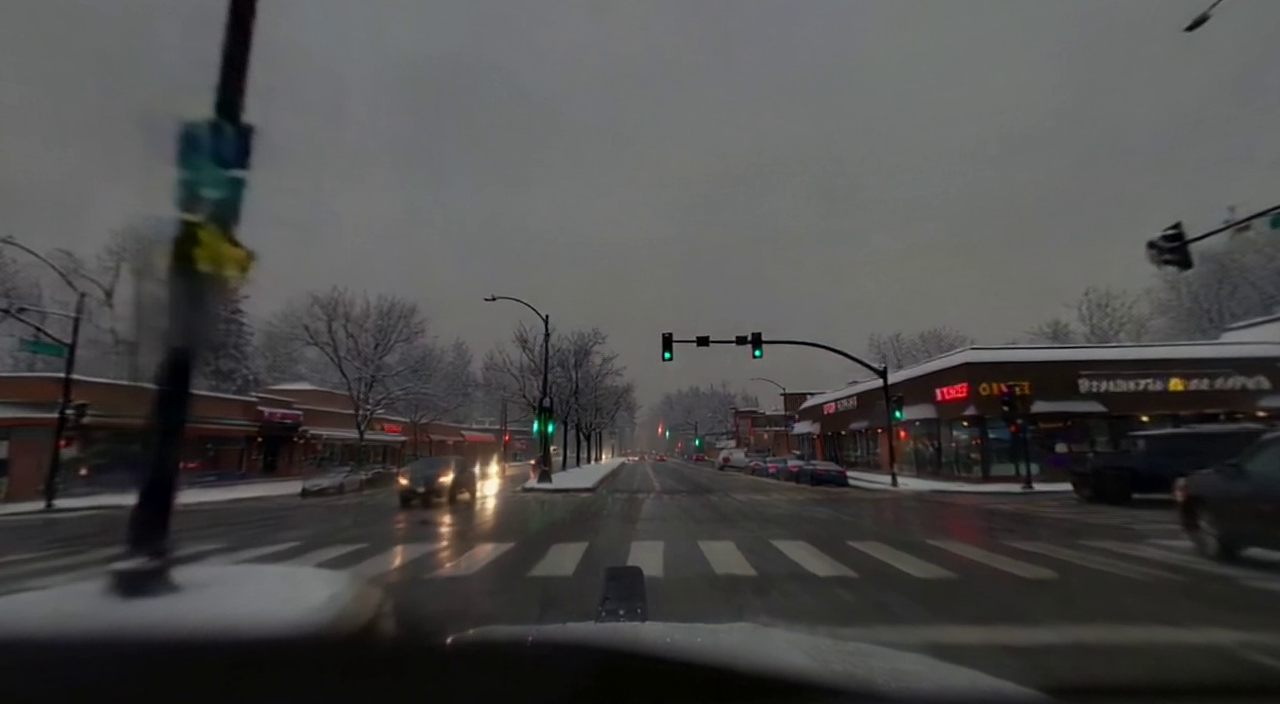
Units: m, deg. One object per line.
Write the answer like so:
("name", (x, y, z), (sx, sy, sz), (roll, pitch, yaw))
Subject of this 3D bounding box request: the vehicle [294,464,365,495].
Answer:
("vehicle", (-18.146, 7.455, 37.210), (1.858, 1.493, 4.721), (0, -8, -1))

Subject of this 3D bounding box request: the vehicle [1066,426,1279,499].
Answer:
("vehicle", (17.265, 3.443, 19.842), (5.748, 2.090, 2.506), (-1, -8, 5))

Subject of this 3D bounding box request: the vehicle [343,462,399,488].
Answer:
("vehicle", (-18.214, 8.334, 42.957), (1.756, 1.525, 4.355), (-1, -8, 2))

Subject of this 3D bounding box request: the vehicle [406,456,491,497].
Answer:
("vehicle", (-8.148, 5.314, 27.333), (2.225, 1.532, 4.486), (0, -8, 1))

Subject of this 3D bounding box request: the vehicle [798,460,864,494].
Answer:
("vehicle", (9.649, 6.324, 32.339), (1.948, 1.483, 4.645), (0, -8, 0))
